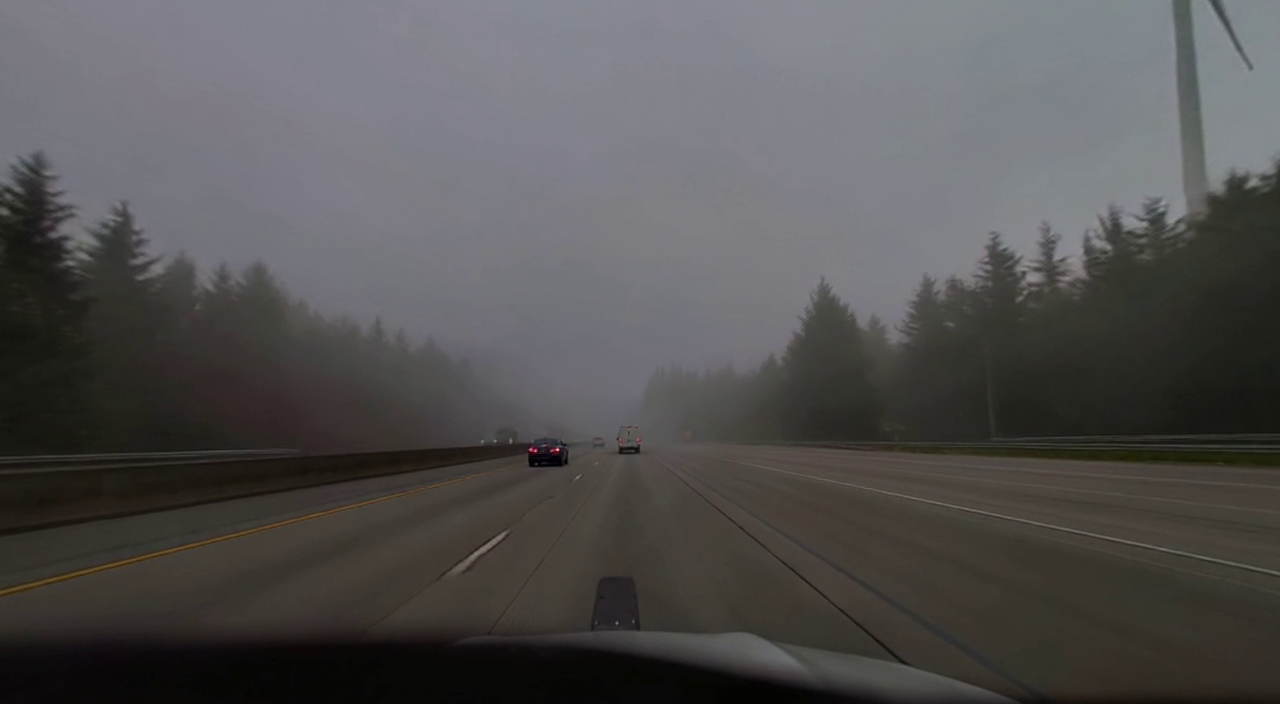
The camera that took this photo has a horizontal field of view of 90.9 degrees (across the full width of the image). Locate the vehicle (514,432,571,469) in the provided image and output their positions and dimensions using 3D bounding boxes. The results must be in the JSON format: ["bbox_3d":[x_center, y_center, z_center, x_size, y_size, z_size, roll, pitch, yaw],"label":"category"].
[{"bbox_3d":[-4.266,4.376,28.141,1.950,1.511,3.965,0,-8,0],"label":"vehicle"}]
